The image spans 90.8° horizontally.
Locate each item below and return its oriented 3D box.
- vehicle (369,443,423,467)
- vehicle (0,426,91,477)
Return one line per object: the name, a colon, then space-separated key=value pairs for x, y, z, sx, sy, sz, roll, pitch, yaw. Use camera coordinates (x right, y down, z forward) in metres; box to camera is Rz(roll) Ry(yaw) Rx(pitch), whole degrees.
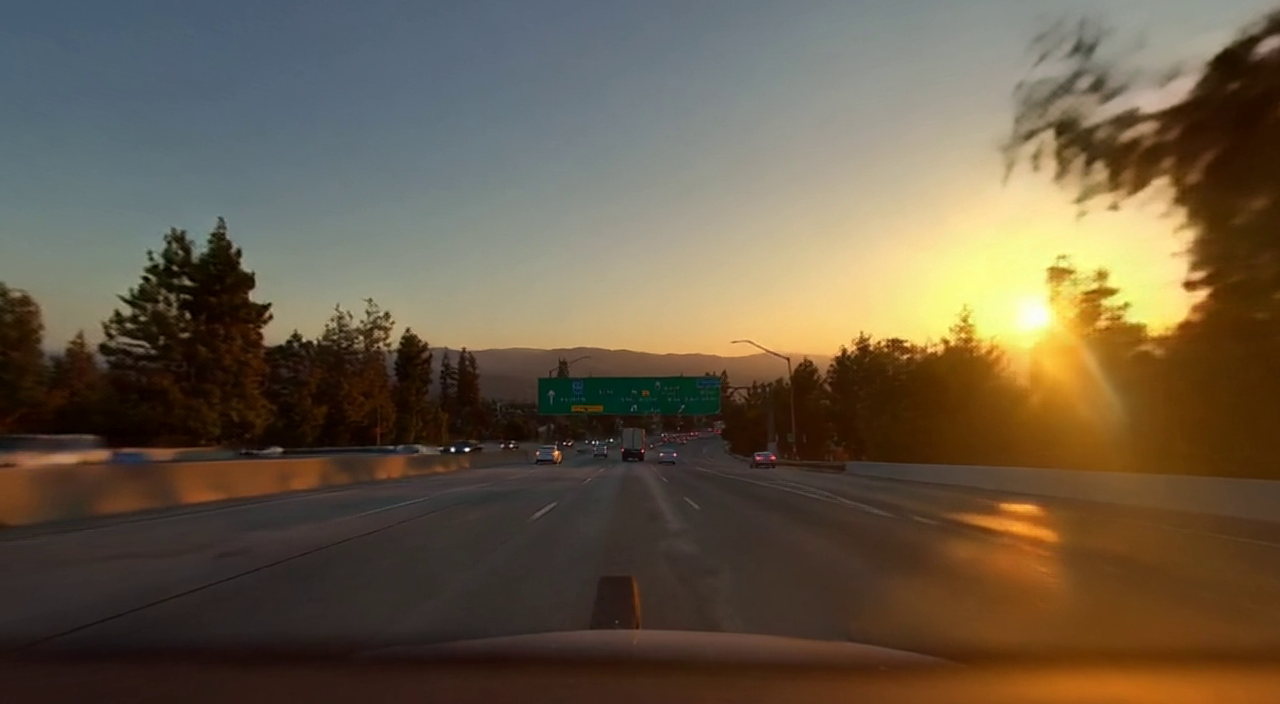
vehicle: x=-15.768 y=6.682 z=41.069 sx=1.877 sy=1.467 sz=4.044 roll=0 pitch=-9 yaw=0
vehicle: x=-22.798 y=3.557 z=22.567 sx=1.982 sy=1.703 sz=4.855 roll=0 pitch=-9 yaw=0
